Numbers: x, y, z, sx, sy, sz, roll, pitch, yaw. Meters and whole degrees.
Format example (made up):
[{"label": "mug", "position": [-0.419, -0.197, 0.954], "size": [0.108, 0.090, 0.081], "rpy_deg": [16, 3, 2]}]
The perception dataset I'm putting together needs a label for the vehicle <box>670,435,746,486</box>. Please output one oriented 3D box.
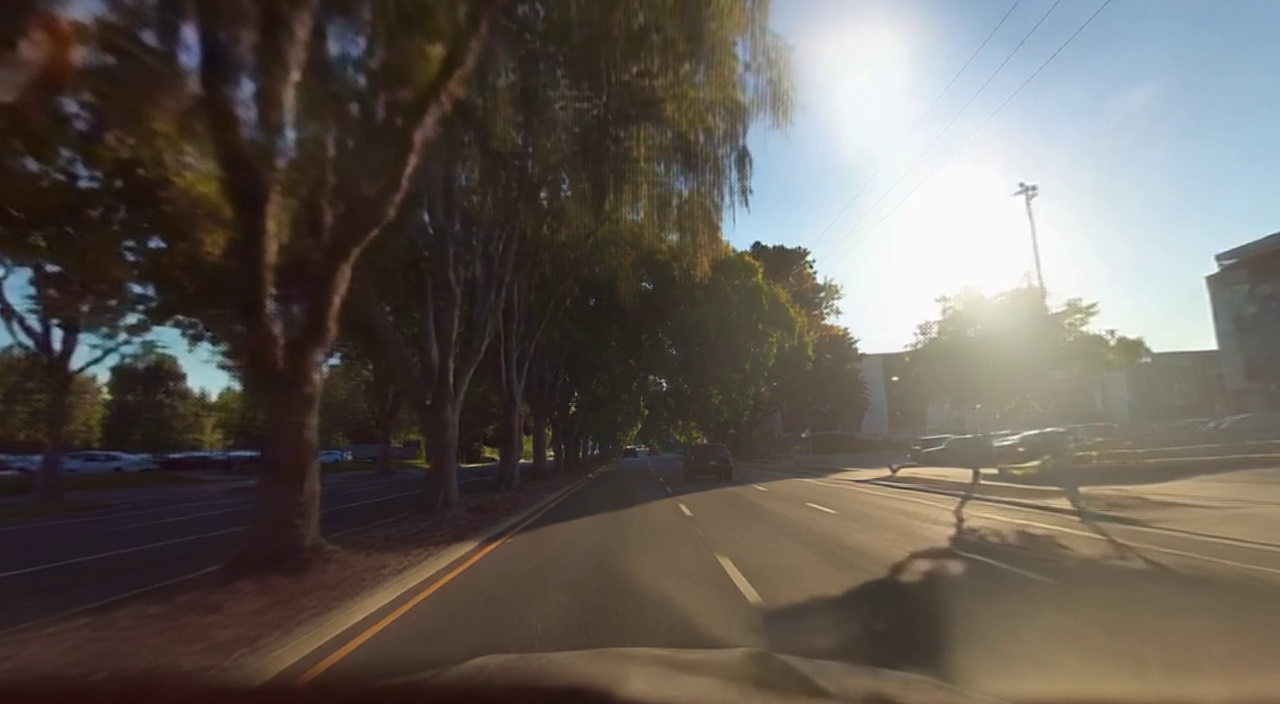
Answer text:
[{"label": "vehicle", "position": [2.485, 4.139, 24.402], "size": [2.240, 1.740, 4.605], "rpy_deg": [0, -9, -2]}]
